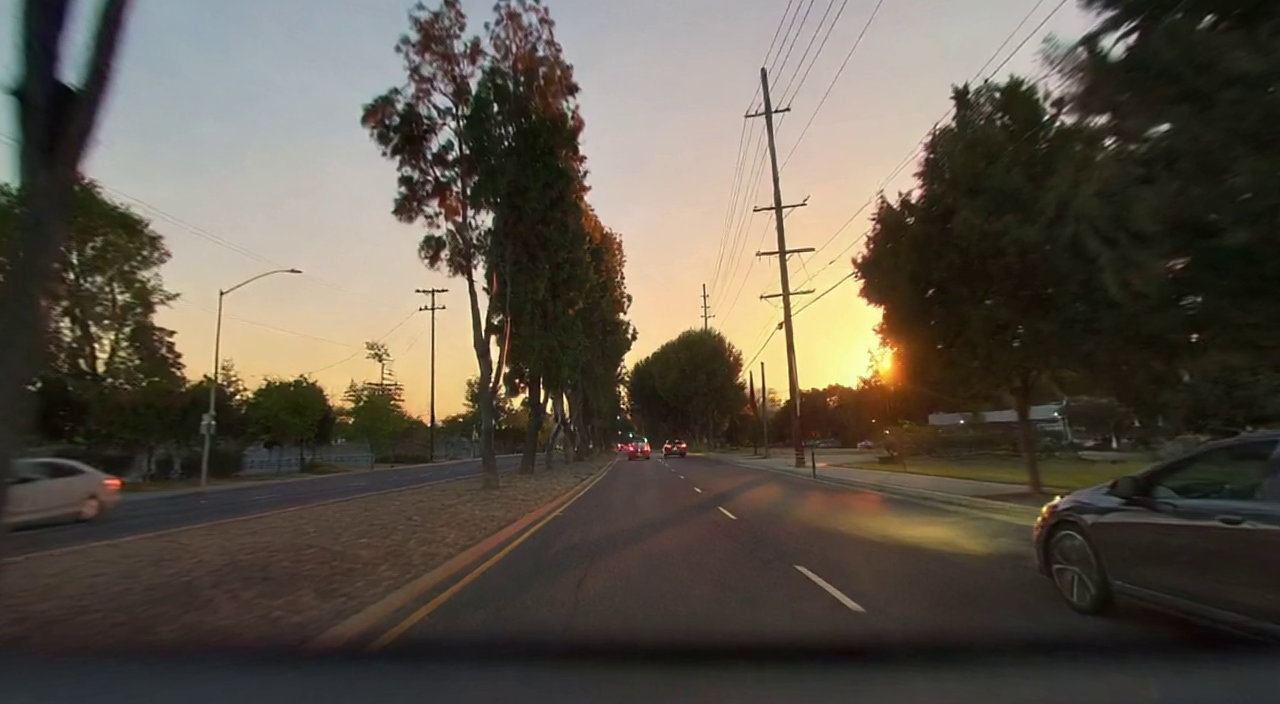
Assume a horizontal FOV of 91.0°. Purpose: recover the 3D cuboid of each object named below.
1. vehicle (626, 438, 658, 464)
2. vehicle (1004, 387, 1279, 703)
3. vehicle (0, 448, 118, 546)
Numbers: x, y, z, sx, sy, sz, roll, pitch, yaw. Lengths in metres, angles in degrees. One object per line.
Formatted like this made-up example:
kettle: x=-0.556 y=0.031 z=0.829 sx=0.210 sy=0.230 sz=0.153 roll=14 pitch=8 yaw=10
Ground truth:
vehicle: x=0.059 y=7.171 z=45.637 sx=2.189 sy=1.776 sz=4.342 roll=0 pitch=-9 yaw=-2
vehicle: x=4.233 y=0.937 z=2.804 sx=2.235 sy=1.597 sz=4.918 roll=0 pitch=-9 yaw=0
vehicle: x=-9.904 y=2.097 z=9.167 sx=1.527 sy=1.380 sz=3.460 roll=0 pitch=-9 yaw=1
